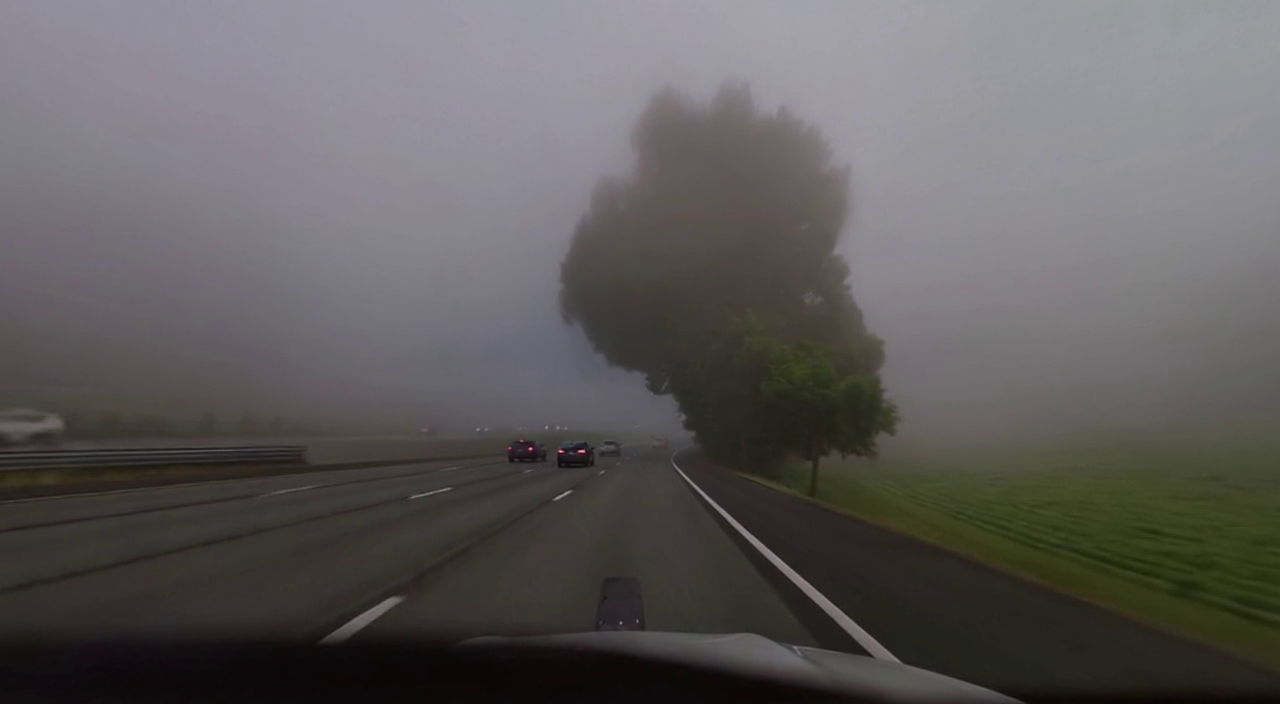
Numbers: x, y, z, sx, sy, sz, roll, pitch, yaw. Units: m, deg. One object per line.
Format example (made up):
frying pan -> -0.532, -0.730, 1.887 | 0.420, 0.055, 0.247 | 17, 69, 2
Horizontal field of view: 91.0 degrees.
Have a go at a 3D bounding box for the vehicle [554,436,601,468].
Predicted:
vehicle -> -3.504, 5.705, 36.024 | 2.035, 1.673, 4.469 | 0, -9, 2

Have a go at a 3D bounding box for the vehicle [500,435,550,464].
vehicle -> -7.094, 6.110, 39.385 | 2.108, 1.686, 4.556 | 0, -9, 3
